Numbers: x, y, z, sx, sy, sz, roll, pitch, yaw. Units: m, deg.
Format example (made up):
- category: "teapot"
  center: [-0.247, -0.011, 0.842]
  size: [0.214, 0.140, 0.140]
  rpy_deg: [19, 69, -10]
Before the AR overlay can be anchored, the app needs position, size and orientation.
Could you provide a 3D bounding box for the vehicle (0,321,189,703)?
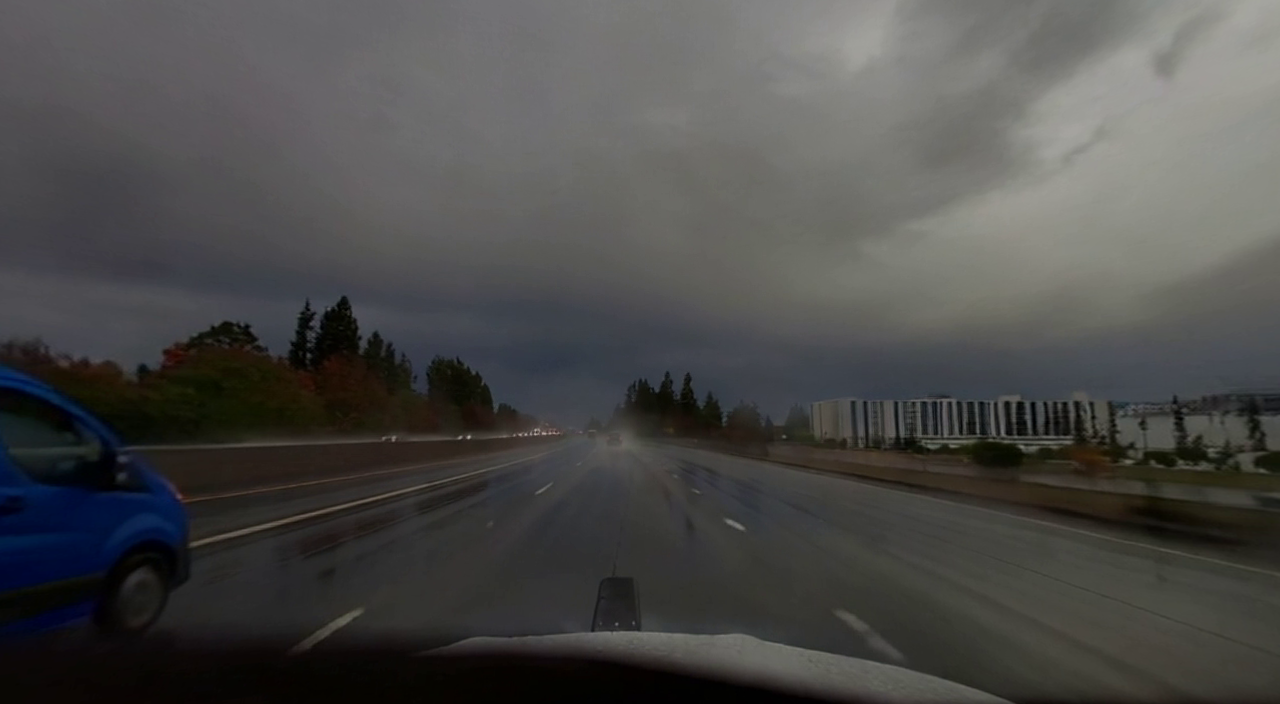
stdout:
- category: "vehicle"
  center: [-4.063, 0.618, 1.734]
  size: [2.219, 1.827, 4.738]
  rpy_deg: [0, -8, -2]
